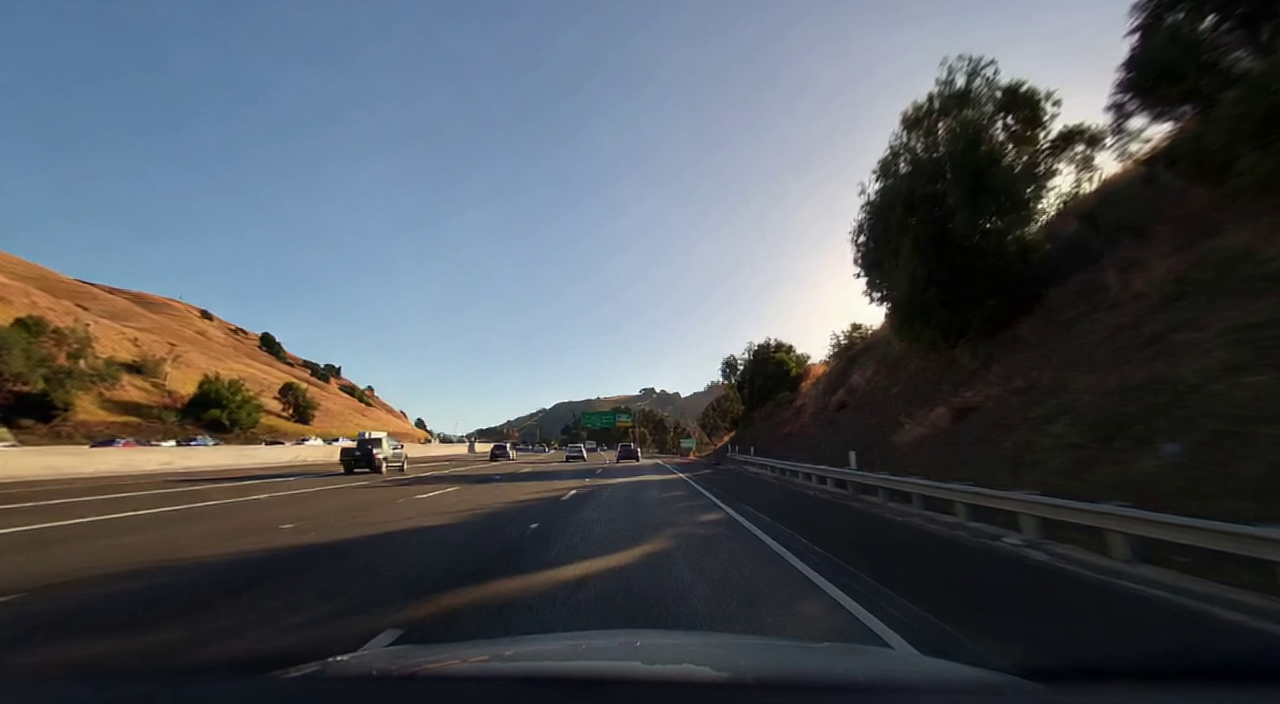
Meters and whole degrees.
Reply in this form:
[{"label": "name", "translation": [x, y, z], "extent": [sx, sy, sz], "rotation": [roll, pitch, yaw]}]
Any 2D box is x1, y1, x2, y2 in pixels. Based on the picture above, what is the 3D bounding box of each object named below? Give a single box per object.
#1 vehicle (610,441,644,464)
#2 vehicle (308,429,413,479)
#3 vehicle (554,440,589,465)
[{"label": "vehicle", "translation": [-0.976, 7.387, 46.501], "extent": [2.421, 1.594, 4.248], "rotation": [0, -9, -2]}, {"label": "vehicle", "translation": [-11.868, 4.377, 27.228], "extent": [2.219, 1.923, 4.985], "rotation": [0, -8, 0]}, {"label": "vehicle", "translation": [-4.790, 7.117, 44.660], "extent": [2.060, 1.631, 4.214], "rotation": [0, -8, -1]}]
